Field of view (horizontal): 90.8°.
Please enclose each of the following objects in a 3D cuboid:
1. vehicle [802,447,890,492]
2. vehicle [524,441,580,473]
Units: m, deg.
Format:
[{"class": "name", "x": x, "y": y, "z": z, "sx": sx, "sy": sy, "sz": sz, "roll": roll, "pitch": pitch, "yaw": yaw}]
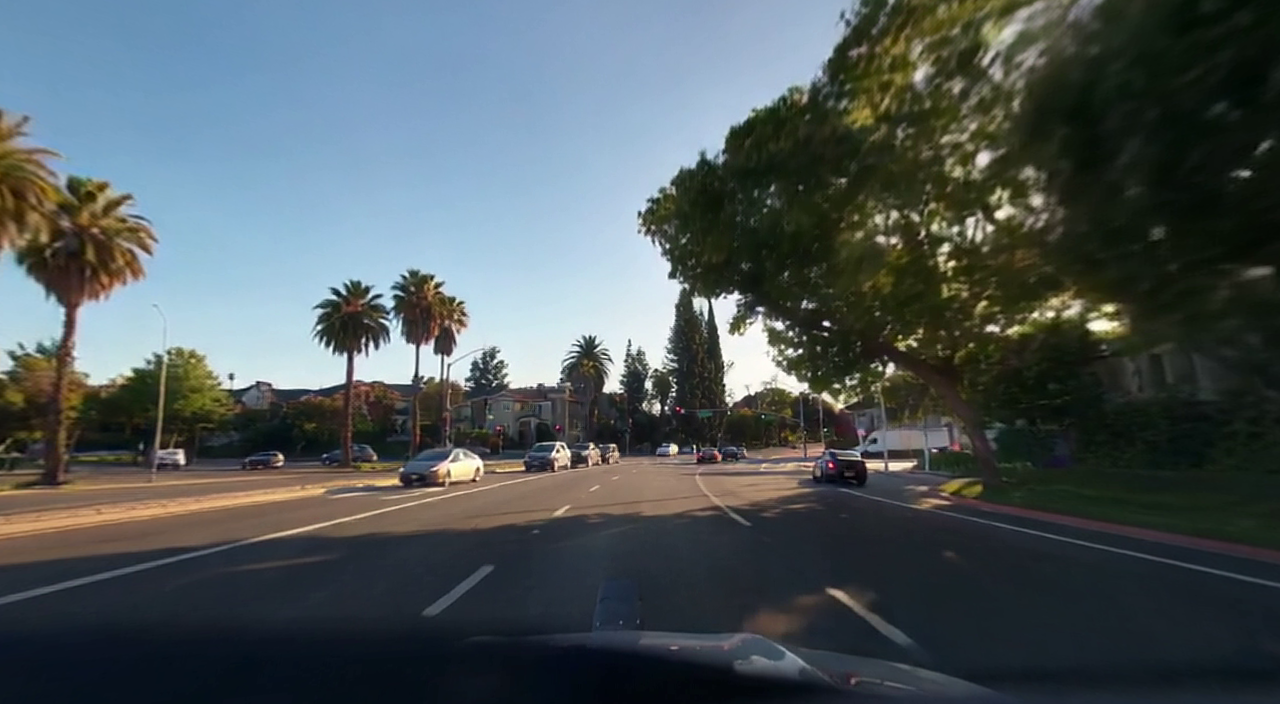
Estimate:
[{"class": "vehicle", "x": 7.455, "y": 4.284, "z": 23.372, "sx": 2.144, "sy": 1.473, "sz": 4.638, "roll": -1, "pitch": -9, "yaw": 6}, {"class": "vehicle", "x": -5.108, "y": 6.182, "z": 37.445, "sx": 2.072, "sy": 1.738, "sz": 4.757, "roll": -1, "pitch": -9, "yaw": 8}]
